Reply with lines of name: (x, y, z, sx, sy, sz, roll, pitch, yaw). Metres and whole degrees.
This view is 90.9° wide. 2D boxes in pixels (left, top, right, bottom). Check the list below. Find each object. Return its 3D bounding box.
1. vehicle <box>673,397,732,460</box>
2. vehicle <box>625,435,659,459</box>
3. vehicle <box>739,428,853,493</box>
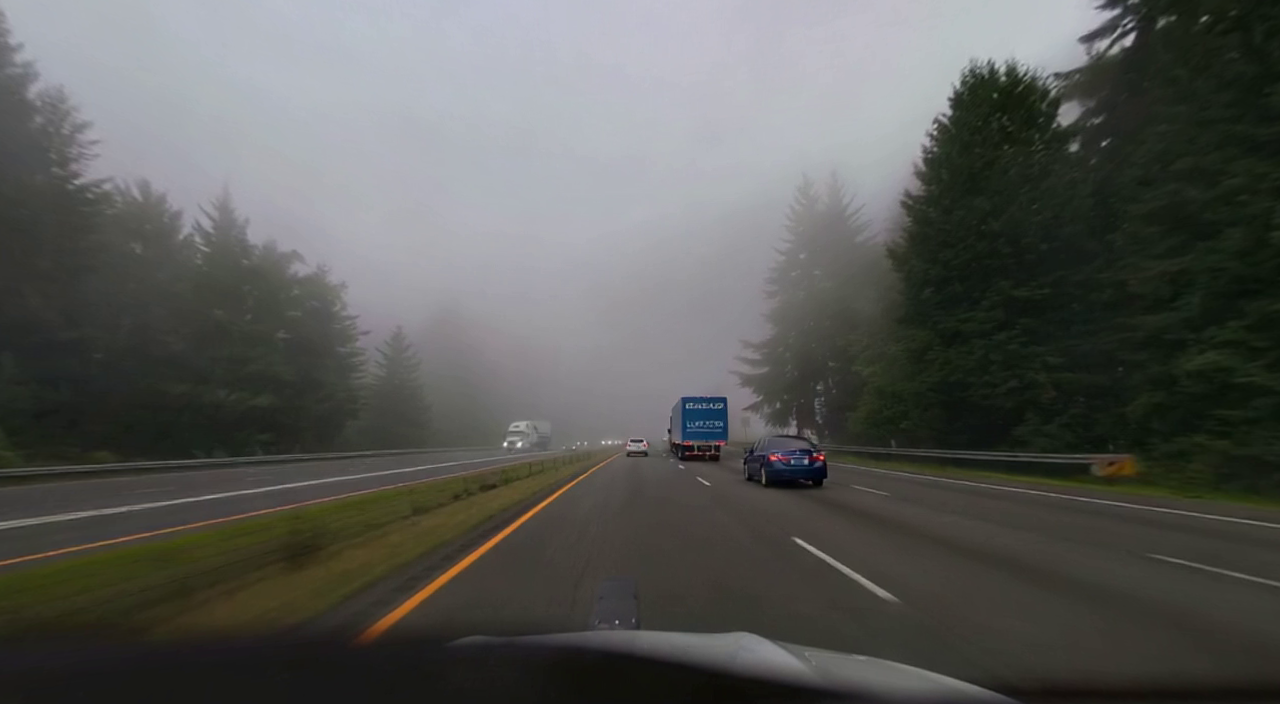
vehicle: (4.417, 5.910, 47.915, 3.171, 4.072, 13.784, 0, -8, 0)
vehicle: (0.148, 6.393, 42.610, 2.209, 1.499, 4.144, 0, -8, 0)
vehicle: (4.218, 2.980, 17.794, 2.028, 1.573, 4.207, 0, -8, -2)
